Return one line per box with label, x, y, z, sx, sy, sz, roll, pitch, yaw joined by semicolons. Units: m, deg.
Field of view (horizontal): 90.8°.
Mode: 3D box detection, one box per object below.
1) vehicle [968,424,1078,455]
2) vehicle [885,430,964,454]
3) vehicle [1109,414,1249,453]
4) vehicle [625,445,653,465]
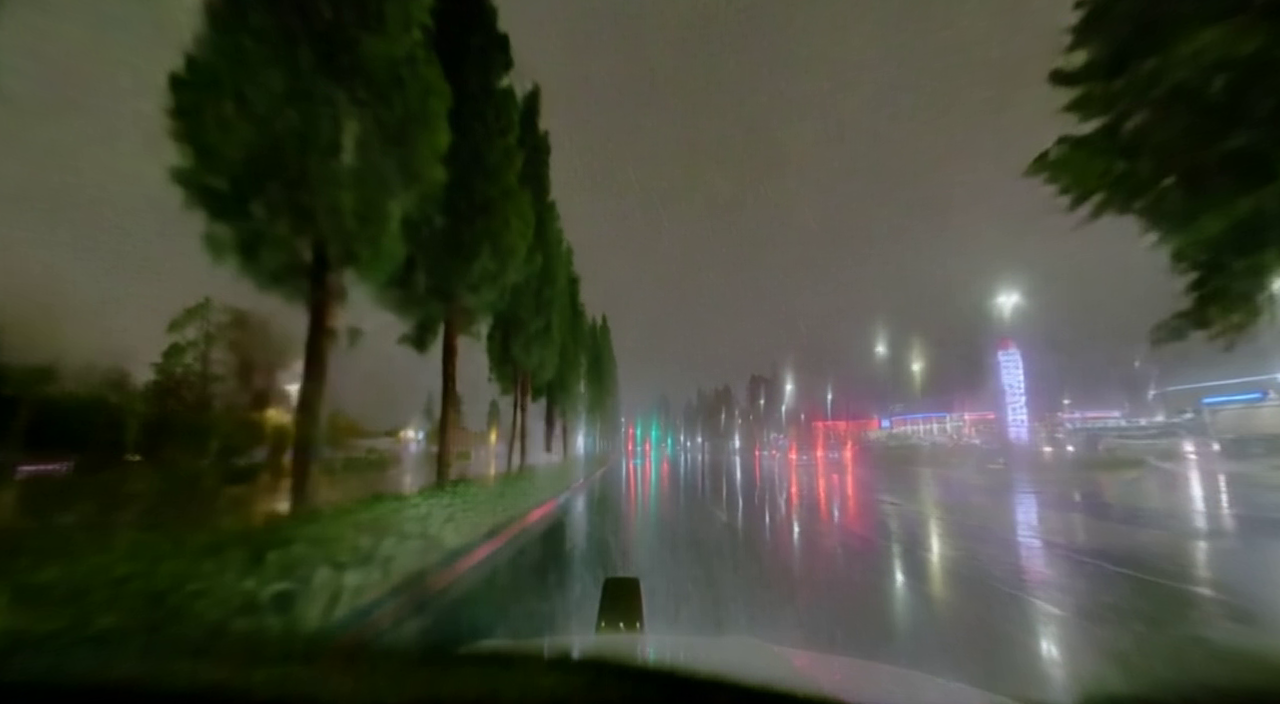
vehicle;20.940;4.813;34.677;4.682;1.630;1.972;-1;-8;2
vehicle;20.245;6.436;45.160;4.586;1.668;2.113;-1;-9;5
vehicle;25.617;3.966;30.370;1.921;1.678;5.257;0;-8;-2
vehicle;-0.140;8.078;49.855;2.159;1.461;4.142;0;-8;-1
